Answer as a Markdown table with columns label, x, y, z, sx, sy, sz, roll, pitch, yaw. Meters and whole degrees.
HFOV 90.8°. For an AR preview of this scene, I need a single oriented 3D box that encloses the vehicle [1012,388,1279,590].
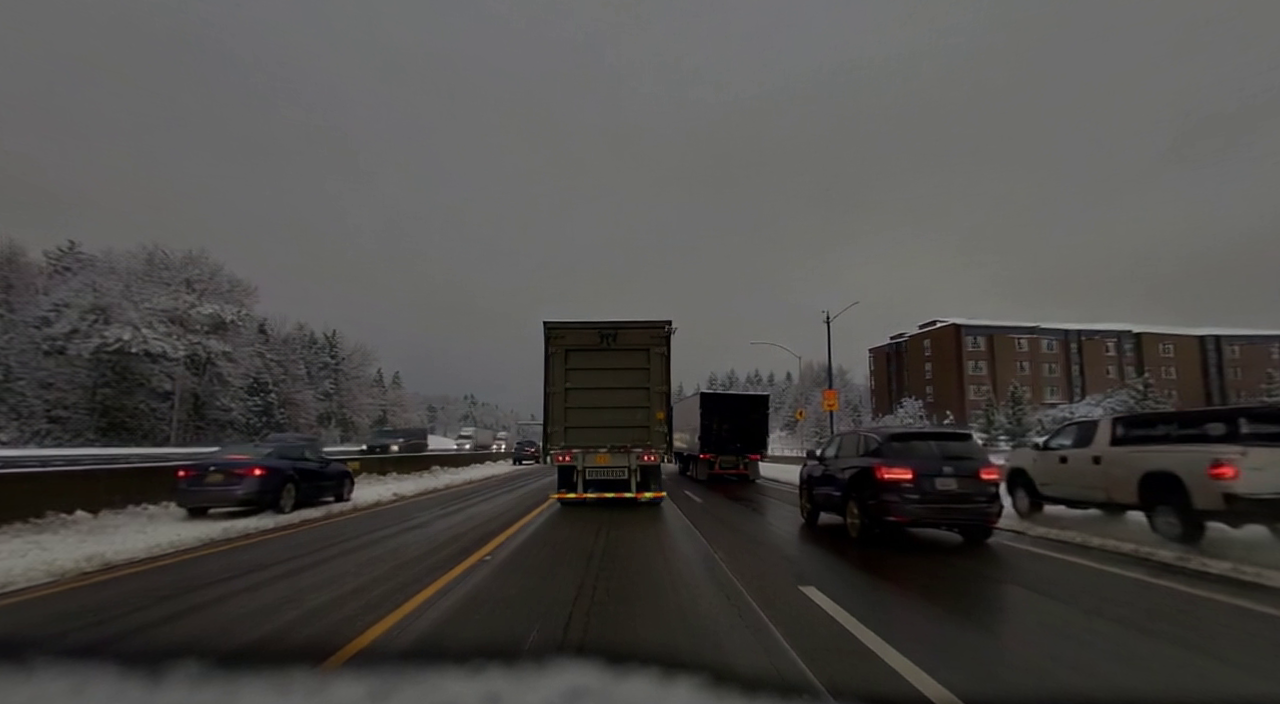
| label | x | y | z | sx | sy | sz | roll | pitch | yaw |
| --- | --- | --- | --- | --- | --- | --- | --- | --- | --- |
| vehicle | 7.058 | 1.568 | 7.775 | 2.070 | 1.888 | 4.546 | 0 | -9 | -1 |

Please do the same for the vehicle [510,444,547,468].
| label | x | y | z | sx | sy | sz | roll | pitch | yaw |
| --- | --- | --- | --- | --- | --- | --- | --- | --- | --- |
| vehicle | -8.444 | 7.920 | 48.186 | 2.088 | 1.726 | 4.545 | 0 | -9 | -2 |

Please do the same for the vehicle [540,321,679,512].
| label | x | y | z | sx | sy | sz | roll | pitch | yaw |
| --- | --- | --- | --- | --- | --- | --- | --- | --- | --- |
| vehicle | -0.684 | 2.145 | 18.766 | 2.906 | 4.040 | 10.743 | 0 | -9 | 0 |

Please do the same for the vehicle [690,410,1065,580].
| label | x | y | z | sx | sy | sz | roll | pitch | yaw |
| --- | --- | --- | --- | --- | --- | --- | --- | --- | --- |
| vehicle | 3.334 | 2.776 | 14.730 | 2.869 | 1.940 | 14.755 | 0 | -9 | -1 |

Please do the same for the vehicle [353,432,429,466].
| label | x | y | z | sx | sy | sz | roll | pitch | yaw |
| --- | --- | --- | --- | --- | --- | --- | --- | --- | --- |
| vehicle | -13.614 | 5.347 | 34.946 | 2.050 | 1.703 | 5.398 | 0 | -9 | -1 |

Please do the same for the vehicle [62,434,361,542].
| label | x | y | z | sx | sy | sz | roll | pitch | yaw |
| --- | --- | --- | --- | --- | --- | --- | --- | --- | --- |
| vehicle | -7.030 | 2.262 | 11.232 | 1.973 | 1.471 | 4.779 | 0 | -9 | 0 |
